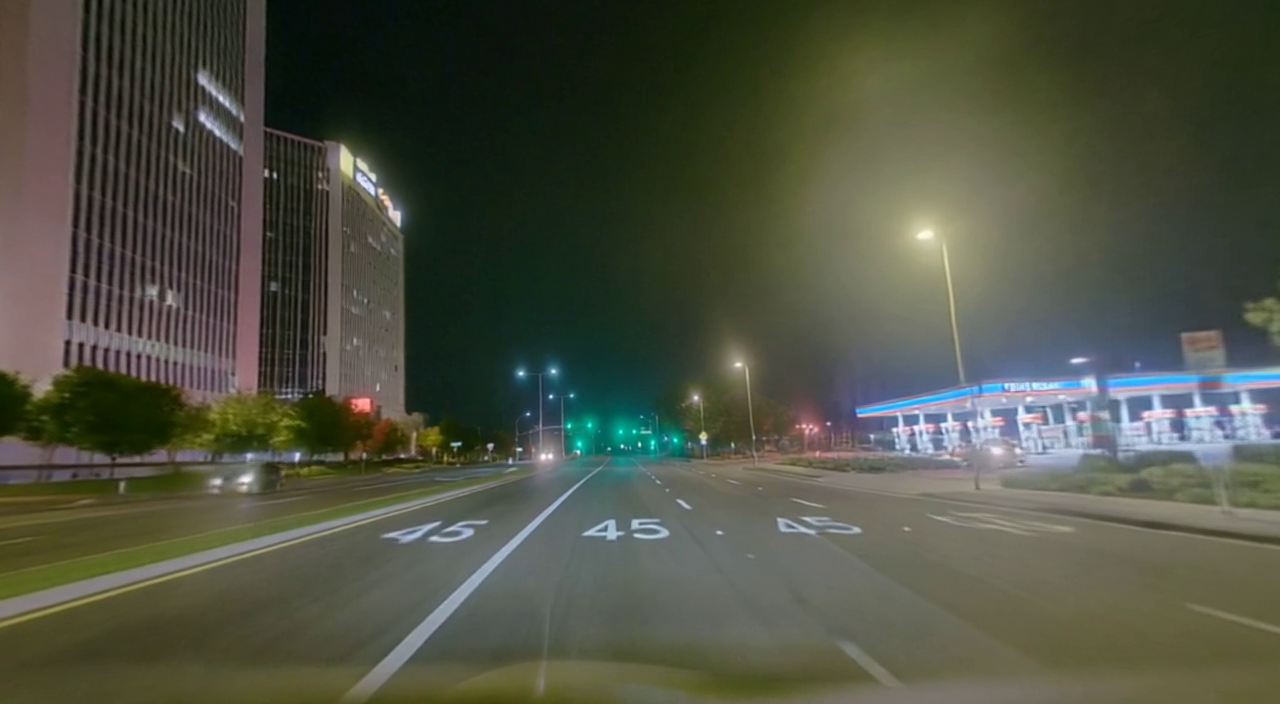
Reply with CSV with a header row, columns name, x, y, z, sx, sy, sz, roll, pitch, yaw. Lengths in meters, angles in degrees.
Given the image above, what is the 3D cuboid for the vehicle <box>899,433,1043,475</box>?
name,x,y,z,sx,sy,sz,roll,pitch,yaw
vehicle,12.934,4.010,24.901,4.548,1.568,1.953,0,-9,-2

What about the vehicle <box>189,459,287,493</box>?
name,x,y,z,sx,sy,sz,roll,pitch,yaw
vehicle,-20.095,6.194,31.845,1.927,1.497,4.393,-1,-9,1
